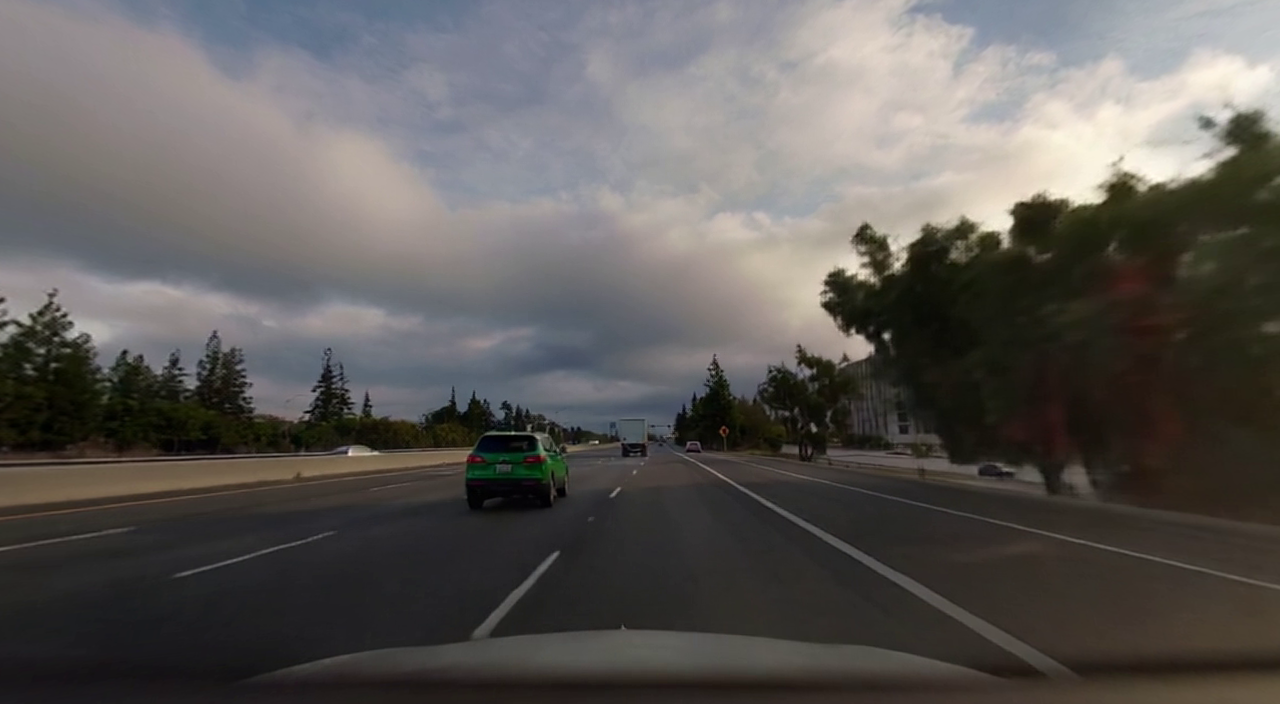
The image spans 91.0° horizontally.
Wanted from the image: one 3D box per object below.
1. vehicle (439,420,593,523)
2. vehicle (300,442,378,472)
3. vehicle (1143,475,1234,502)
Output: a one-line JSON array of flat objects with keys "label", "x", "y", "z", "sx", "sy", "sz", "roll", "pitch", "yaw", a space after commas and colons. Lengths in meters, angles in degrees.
[{"label": "vehicle", "x": -2.313, "y": 2.399, "z": 13.116, "sx": 2.111, "sy": 1.742, "sz": 4.315, "roll": 0, "pitch": -9, "yaw": 3}, {"label": "vehicle", "x": -16.626, "y": 5.807, "z": 35.077, "sx": 1.965, "sy": 1.503, "sz": 4.579, "roll": 0, "pitch": -9, "yaw": 2}, {"label": "vehicle", "x": 37.110, "y": 9.222, "z": 42.751, "sx": 1.909, "sy": 1.562, "sz": 4.426, "roll": 2, "pitch": -9, "yaw": -7}]
